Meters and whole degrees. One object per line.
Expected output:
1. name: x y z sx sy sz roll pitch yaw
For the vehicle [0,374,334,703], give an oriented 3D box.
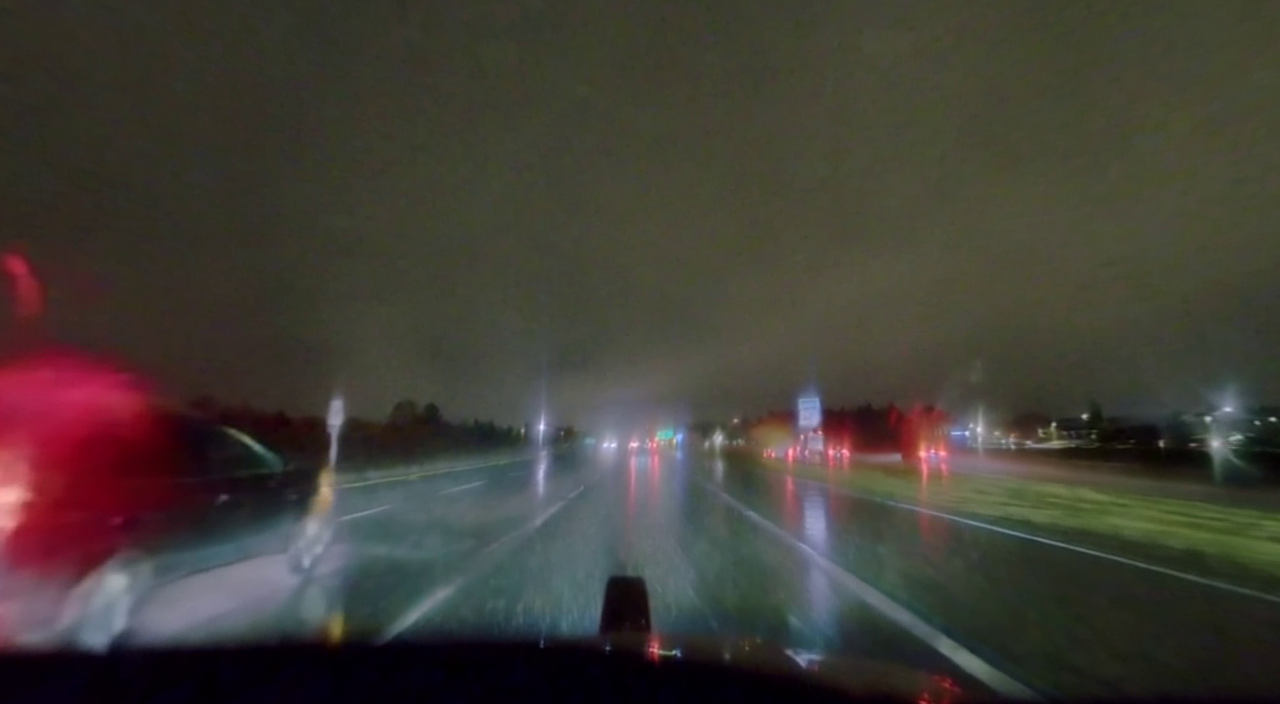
1. vehicle: -3.951 1.029 3.845 2.012 1.570 4.126 0 -8 1
